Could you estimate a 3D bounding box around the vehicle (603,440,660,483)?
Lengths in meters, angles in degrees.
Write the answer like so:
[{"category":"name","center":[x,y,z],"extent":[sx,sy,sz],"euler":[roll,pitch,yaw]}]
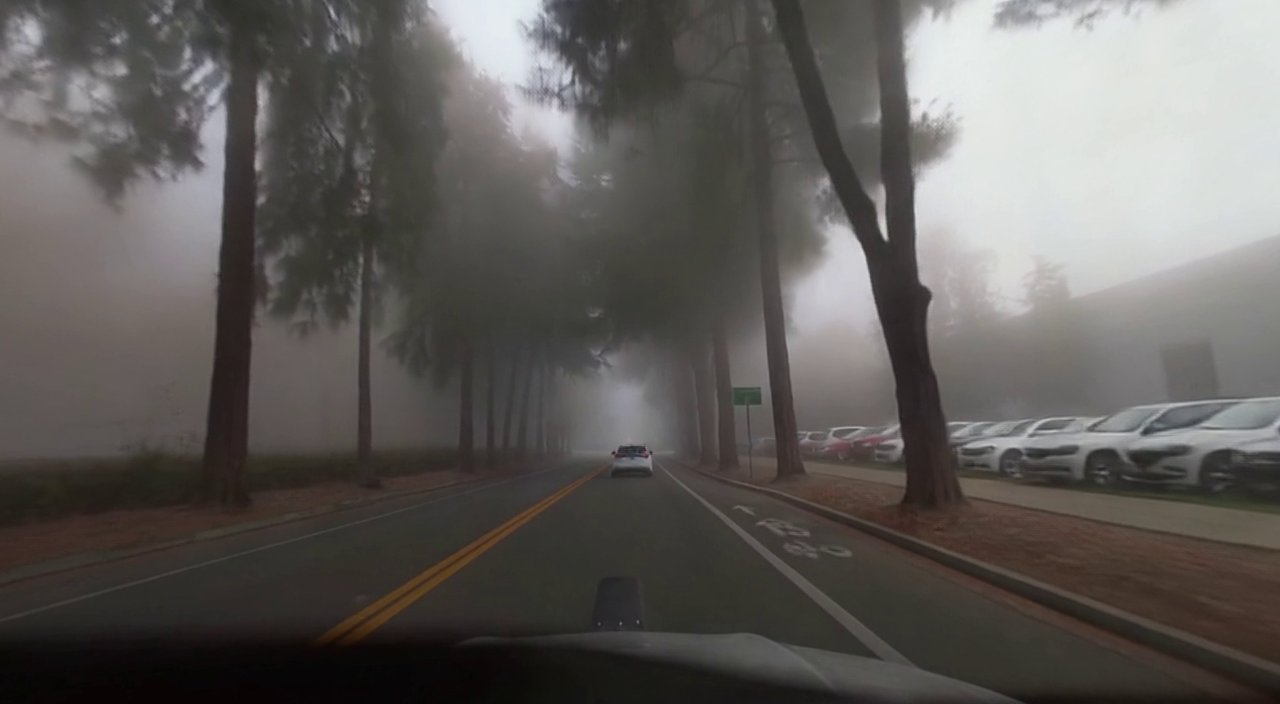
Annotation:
[{"category":"vehicle","center":[-0.349,4.406,25.848],"extent":[2.152,1.574,4.223],"euler":[0,-8,-1]}]
